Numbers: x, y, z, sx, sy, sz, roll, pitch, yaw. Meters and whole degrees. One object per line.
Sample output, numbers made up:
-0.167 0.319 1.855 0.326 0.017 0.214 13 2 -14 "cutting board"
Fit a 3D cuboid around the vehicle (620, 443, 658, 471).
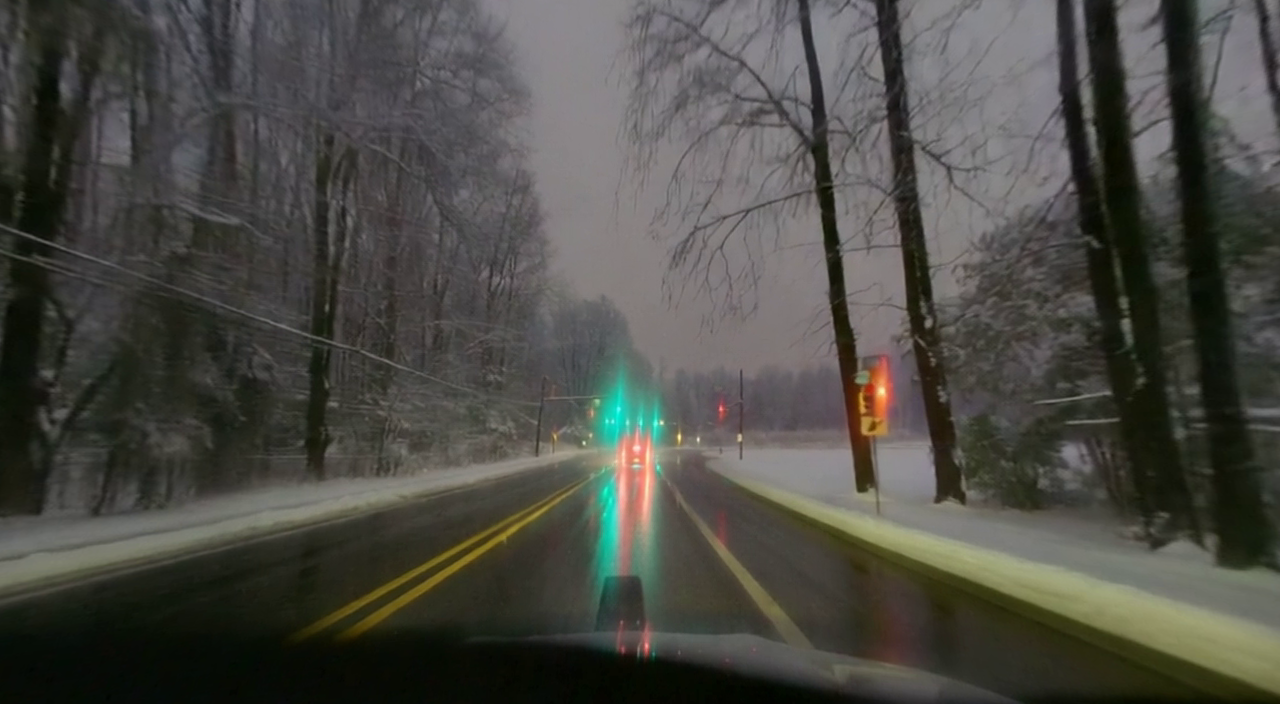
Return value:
-0.077 5.952 35.955 2.042 1.489 3.963 0 -9 0 "vehicle"
